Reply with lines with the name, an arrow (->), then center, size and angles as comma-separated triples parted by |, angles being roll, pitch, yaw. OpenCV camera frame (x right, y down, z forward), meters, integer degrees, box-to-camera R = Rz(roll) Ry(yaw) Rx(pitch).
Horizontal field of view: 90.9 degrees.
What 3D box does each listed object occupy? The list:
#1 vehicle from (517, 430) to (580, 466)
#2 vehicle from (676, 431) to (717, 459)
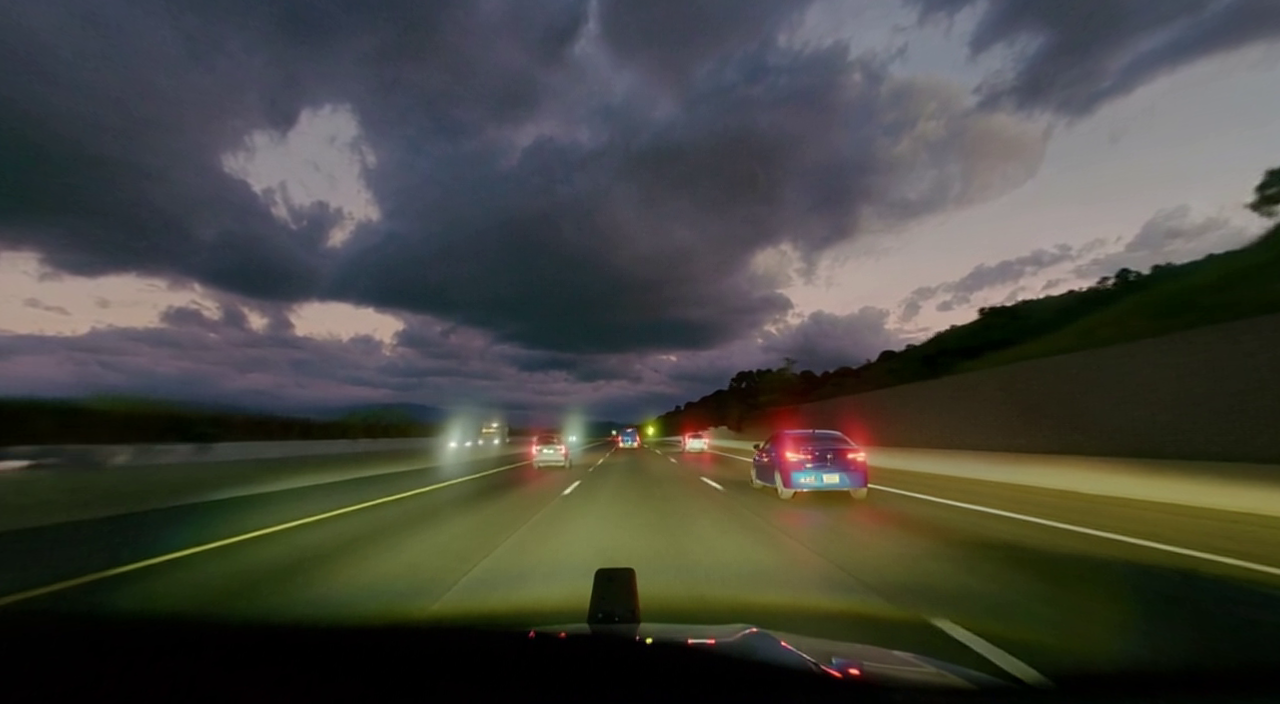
vehicle -> -4.018, 4.272, 28.316 | 2.204, 1.486, 4.121 | 0, -8, 0
vehicle -> 3.100, 5.169, 35.100 | 1.806, 1.469, 3.681 | 0, -8, -2
